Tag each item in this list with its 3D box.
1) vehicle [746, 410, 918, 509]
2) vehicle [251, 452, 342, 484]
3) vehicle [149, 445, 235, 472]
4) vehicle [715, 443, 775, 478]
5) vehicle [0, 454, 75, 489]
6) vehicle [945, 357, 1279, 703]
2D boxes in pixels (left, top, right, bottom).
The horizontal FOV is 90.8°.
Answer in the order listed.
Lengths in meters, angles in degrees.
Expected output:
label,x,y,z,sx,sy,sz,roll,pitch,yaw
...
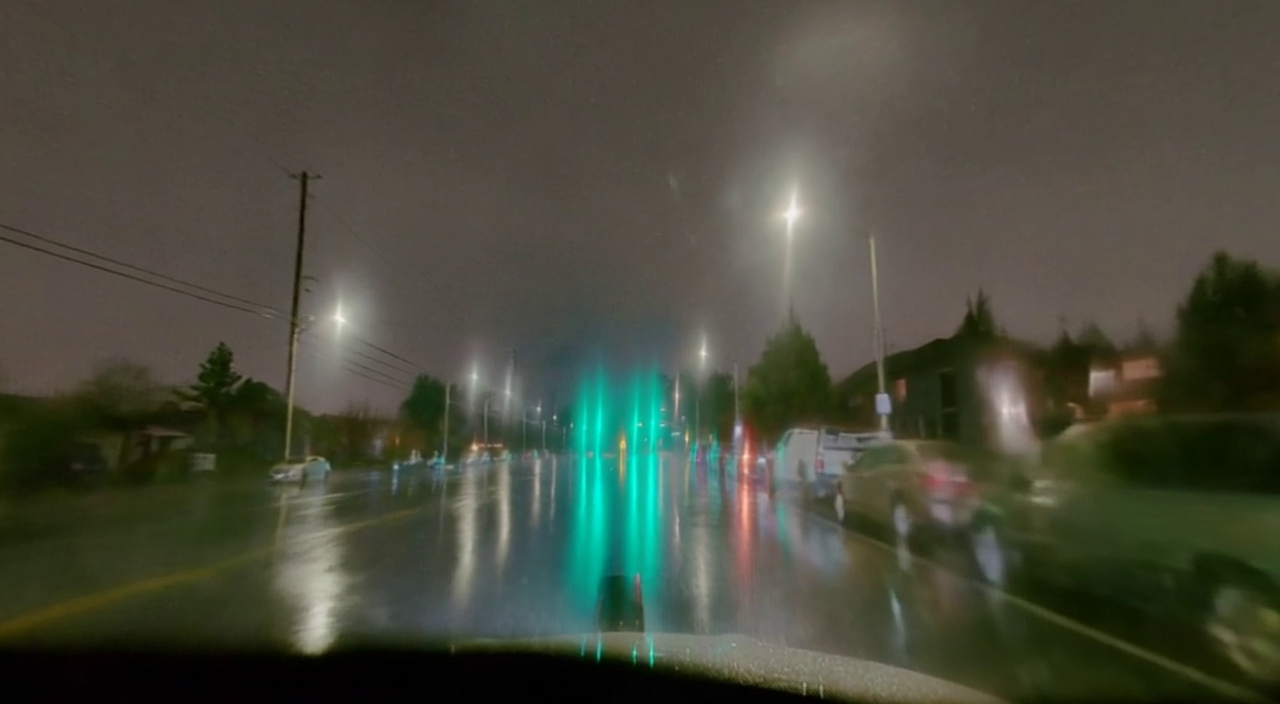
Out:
label,x,y,z,sx,sy,sz,roll,pitch,yaw
vehicle,4.579,2.712,16.373,2.438,2.086,5.821,0,-9,-2
vehicle,-17.670,5.958,32.823,2.039,1.508,4.613,0,-9,1
vehicle,-30.033,7.121,42.442,4.245,1.668,2.025,0,-7,-2
vehicle,4.625,4.849,28.557,1.844,1.426,4.916,0,-9,0
vehicle,-28.200,5.280,27.939,4.532,1.456,1.853,0,-9,0
vehicle,4.589,1.118,4.331,2.260,1.882,5.362,0,-9,-1
